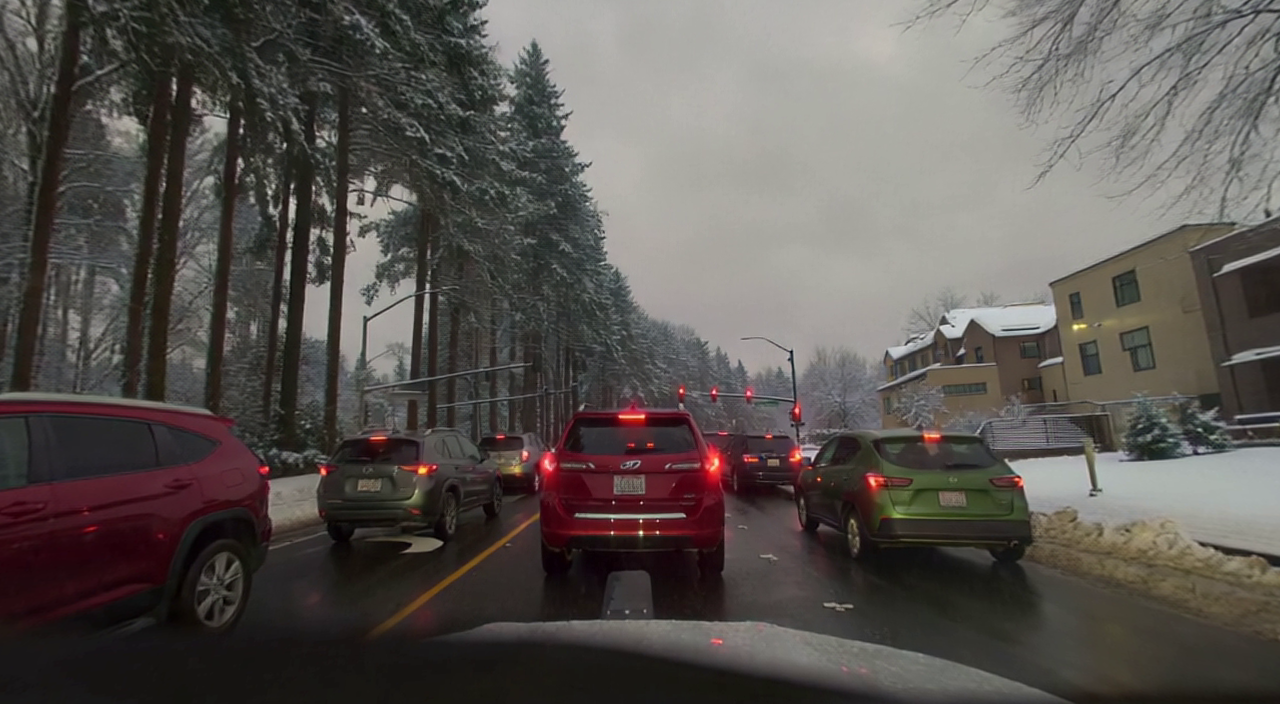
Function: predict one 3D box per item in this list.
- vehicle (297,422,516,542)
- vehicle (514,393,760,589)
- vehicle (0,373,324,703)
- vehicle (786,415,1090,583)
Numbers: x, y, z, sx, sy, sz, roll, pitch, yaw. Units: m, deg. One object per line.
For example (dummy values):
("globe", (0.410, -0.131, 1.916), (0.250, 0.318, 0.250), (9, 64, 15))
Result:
("vehicle", (-3.655, 2.119, 10.919), (2.042, 1.641, 4.314), (0, -8, 1))
("vehicle", (-0.008, 1.545, 7.732), (2.193, 1.744, 4.033), (0, -8, 1))
("vehicle", (-3.781, 0.999, 3.302), (1.929, 1.641, 4.193), (0, -8, 2))
("vehicle", (3.262, 1.668, 7.864), (1.922, 1.579, 3.642), (0, -8, -1))
